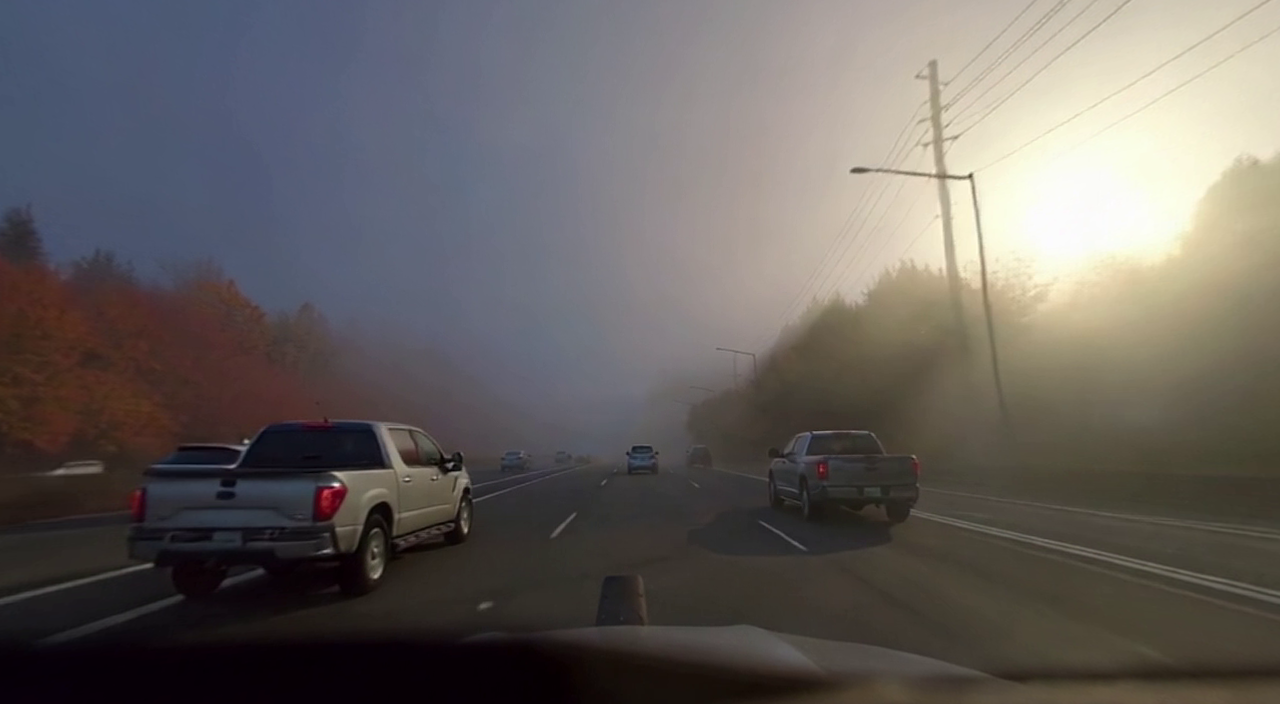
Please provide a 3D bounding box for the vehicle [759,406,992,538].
[{"bbox_3d":[4.149,2.291,12.580,2.388,1.998,5.749,0,-9,0],"label":"vehicle"}]

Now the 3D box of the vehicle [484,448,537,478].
[{"bbox_3d":[-7.216,6.239,35.624,2.014,1.526,4.577,0,-9,0],"label":"vehicle"}]

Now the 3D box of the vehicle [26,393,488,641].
[{"bbox_3d":[-3.316,1.544,6.864,2.154,1.783,4.476,0,-9,0],"label":"vehicle"}]

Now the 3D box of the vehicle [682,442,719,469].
[{"bbox_3d":[4.736,8.186,49.918,2.380,1.976,5.614,0,-9,0],"label":"vehicle"}]

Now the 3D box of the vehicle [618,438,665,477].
[{"bbox_3d":[0.102,5.748,34.451,2.372,1.957,5.121,0,-9,0],"label":"vehicle"}]
